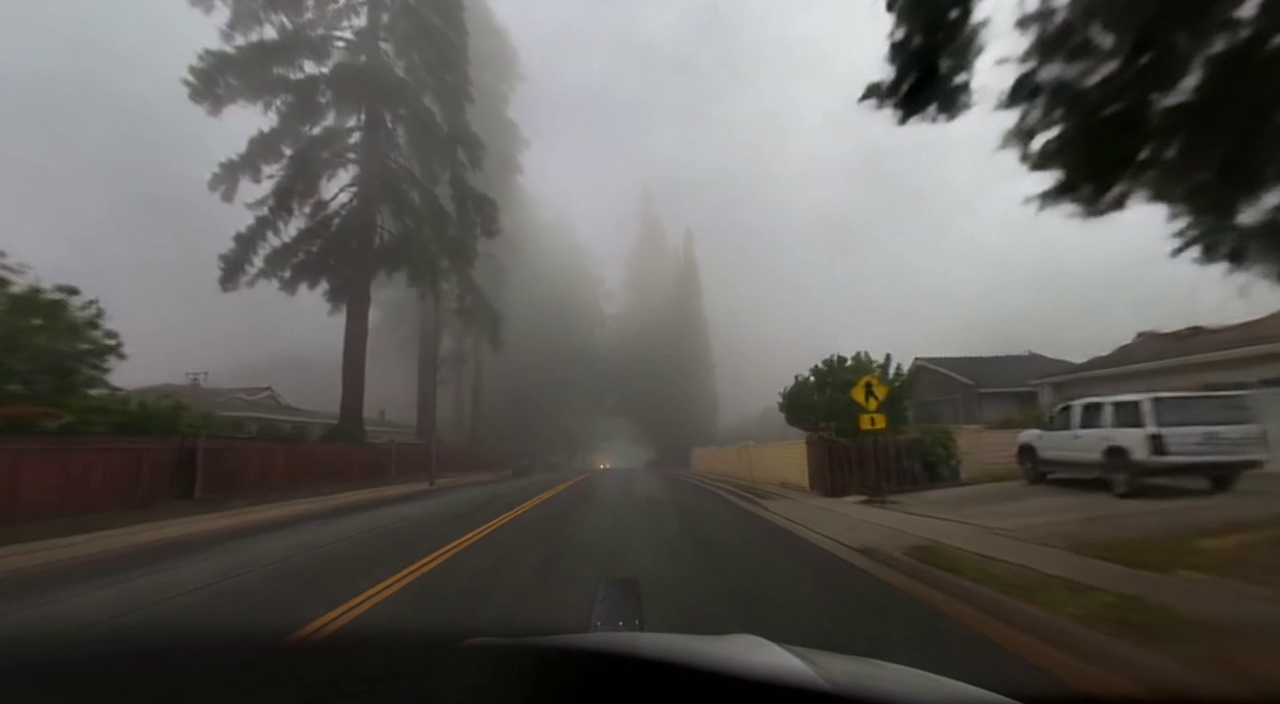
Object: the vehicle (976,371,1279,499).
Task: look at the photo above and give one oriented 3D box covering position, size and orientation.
[{"bbox_3d":[9.735,1.760,13.180,2.335,2.028,6.172,-1,-8,3],"label":"vehicle"}]
